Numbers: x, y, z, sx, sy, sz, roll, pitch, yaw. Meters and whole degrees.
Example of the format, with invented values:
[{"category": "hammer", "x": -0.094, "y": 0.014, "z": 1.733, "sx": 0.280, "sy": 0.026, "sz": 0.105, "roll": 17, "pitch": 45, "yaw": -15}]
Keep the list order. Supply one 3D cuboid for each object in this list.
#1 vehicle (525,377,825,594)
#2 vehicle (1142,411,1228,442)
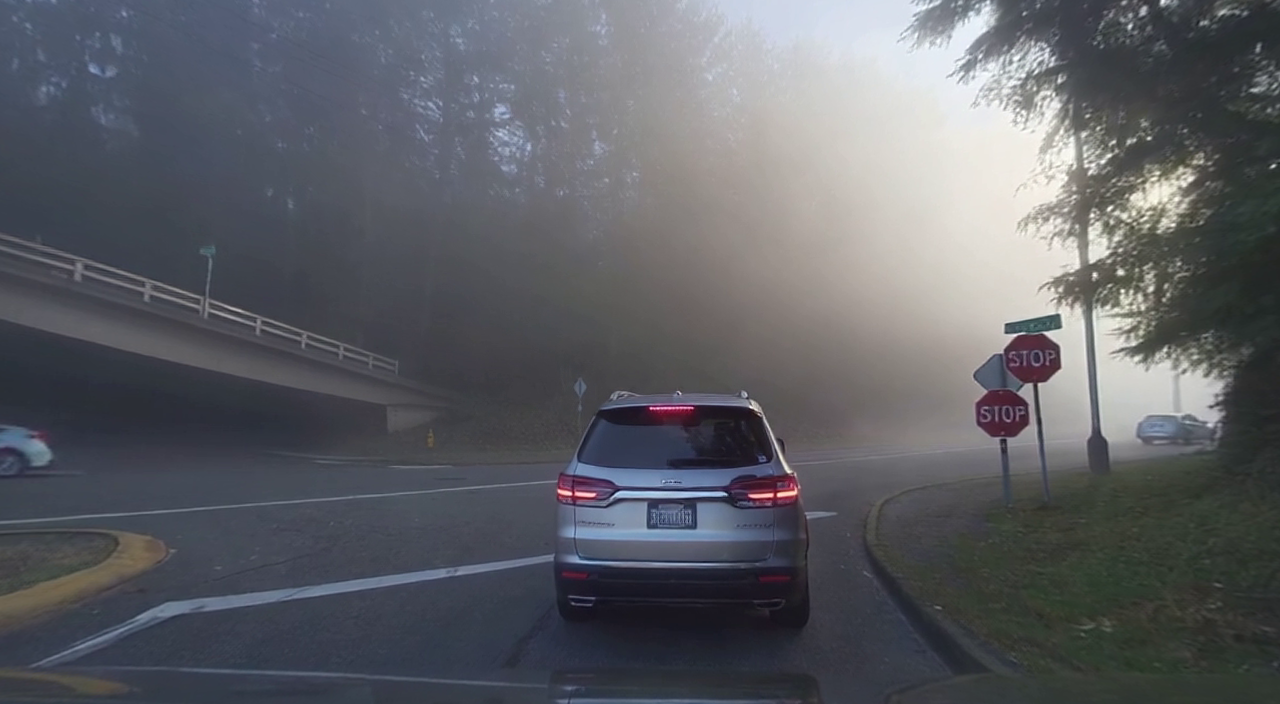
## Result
[{"category": "vehicle", "x": 0.324, "y": 1.440, "z": 7.524, "sx": 2.494, "sy": 1.804, "sz": 4.336, "roll": 0, "pitch": -9, "yaw": 1}, {"category": "vehicle", "x": 31.844, "y": 4.400, "z": 36.827, "sx": 4.413, "sy": 1.717, "sz": 2.073, "roll": 4, "pitch": -10, "yaw": -26}]
